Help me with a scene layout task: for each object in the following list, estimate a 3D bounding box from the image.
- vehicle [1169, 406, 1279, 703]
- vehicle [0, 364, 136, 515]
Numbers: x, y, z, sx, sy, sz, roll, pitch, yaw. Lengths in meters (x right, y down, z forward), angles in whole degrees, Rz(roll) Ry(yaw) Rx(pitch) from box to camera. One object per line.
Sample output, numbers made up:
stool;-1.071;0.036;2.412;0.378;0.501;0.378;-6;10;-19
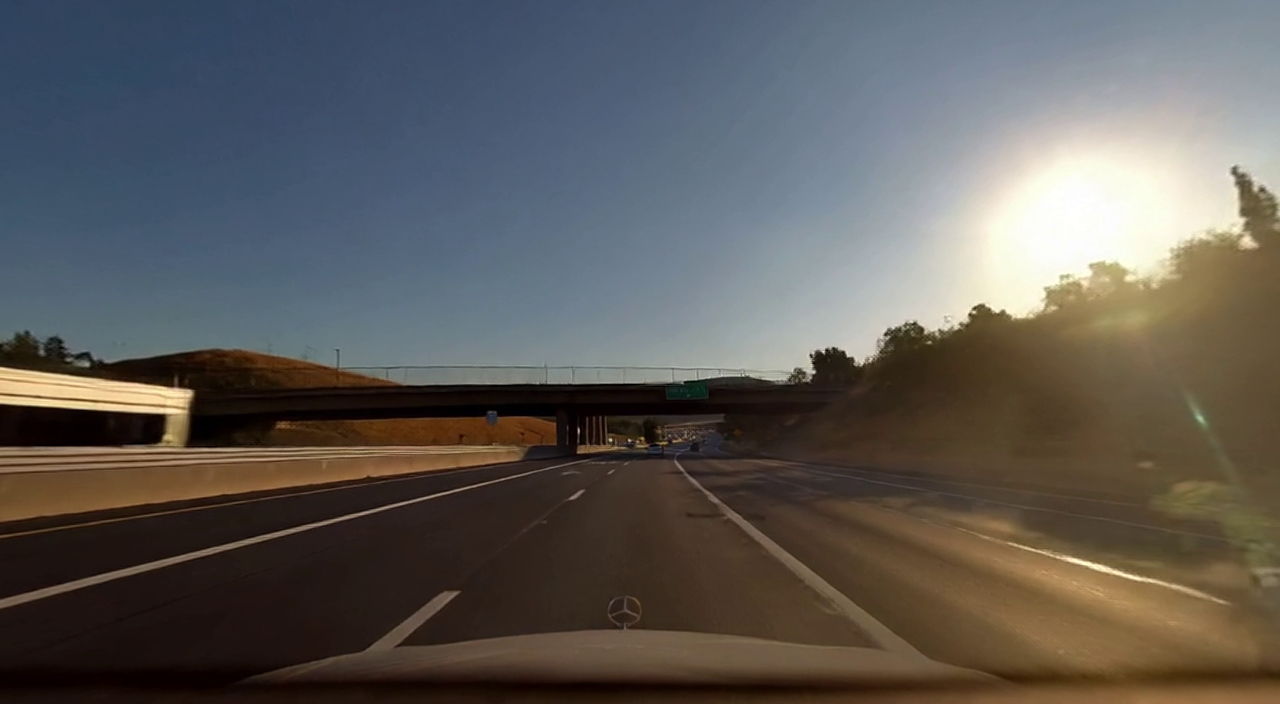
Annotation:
vehicle;3.681;0.705;0.794;1.999;1.492;4.673;0;-8;1
vehicle;-14.133;1.624;11.493;2.843;2.970;8.404;-2;-9;1
